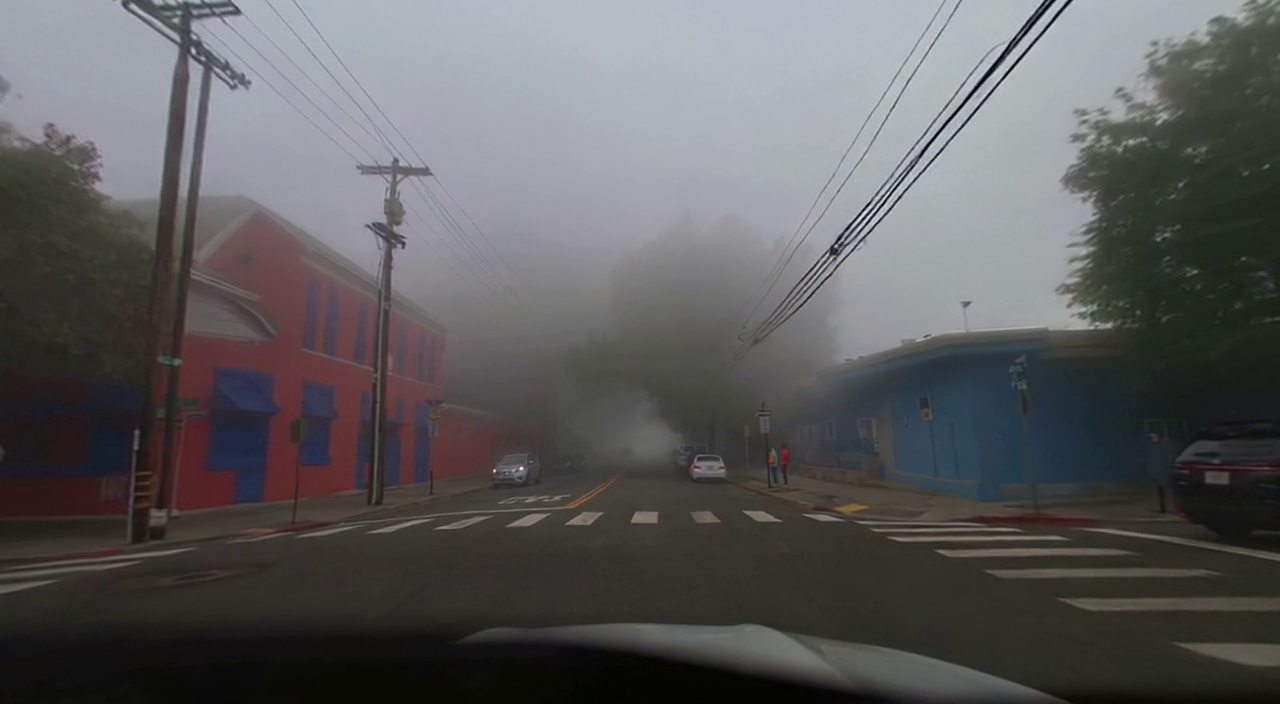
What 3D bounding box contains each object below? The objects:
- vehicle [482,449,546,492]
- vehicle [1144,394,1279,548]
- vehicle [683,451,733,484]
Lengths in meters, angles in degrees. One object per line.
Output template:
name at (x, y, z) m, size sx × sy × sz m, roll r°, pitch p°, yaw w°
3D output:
vehicle at (-6.254, 5.913, 31.920) m, size 2.140 × 1.746 × 4.385 m, roll -4°, pitch -8°, yaw 1°
vehicle at (10.133, 1.529, 8.301) m, size 5.100 × 1.806 × 2.124 m, roll 0°, pitch -9°, yaw 0°
vehicle at (3.224, 5.611, 31.019) m, size 1.966 × 1.471 × 4.552 m, roll 0°, pitch -9°, yaw 0°
